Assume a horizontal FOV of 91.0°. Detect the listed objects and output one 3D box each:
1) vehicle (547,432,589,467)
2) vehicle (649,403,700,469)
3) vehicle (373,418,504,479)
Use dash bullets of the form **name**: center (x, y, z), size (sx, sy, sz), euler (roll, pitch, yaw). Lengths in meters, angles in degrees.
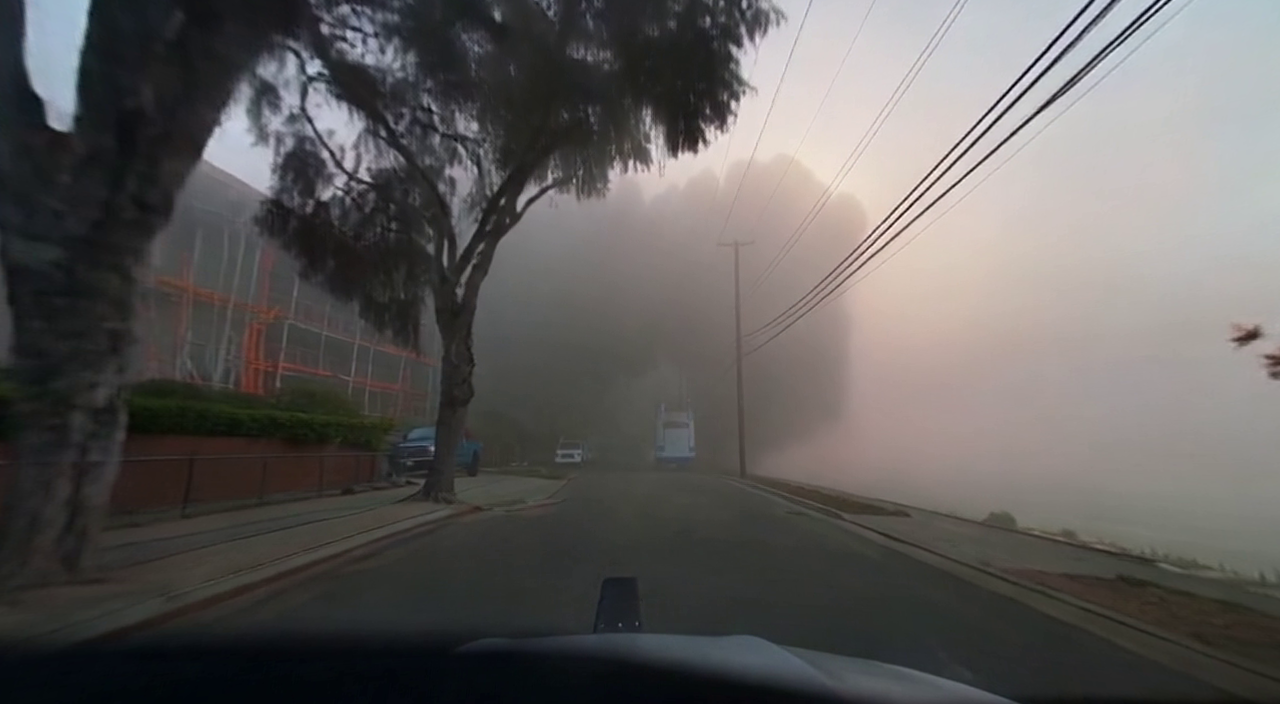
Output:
- **vehicle**: center (-4.812, 6.548, 42.710), size (2.171, 1.910, 4.789), euler (-1, -4, 2)
- **vehicle**: center (2.299, 6.021, 43.360), size (2.915, 3.793, 9.963), euler (4, -11, 3)
- **vehicle**: center (-6.977, 3.441, 22.698), size (2.238, 1.895, 5.648), euler (-1, -8, 8)
